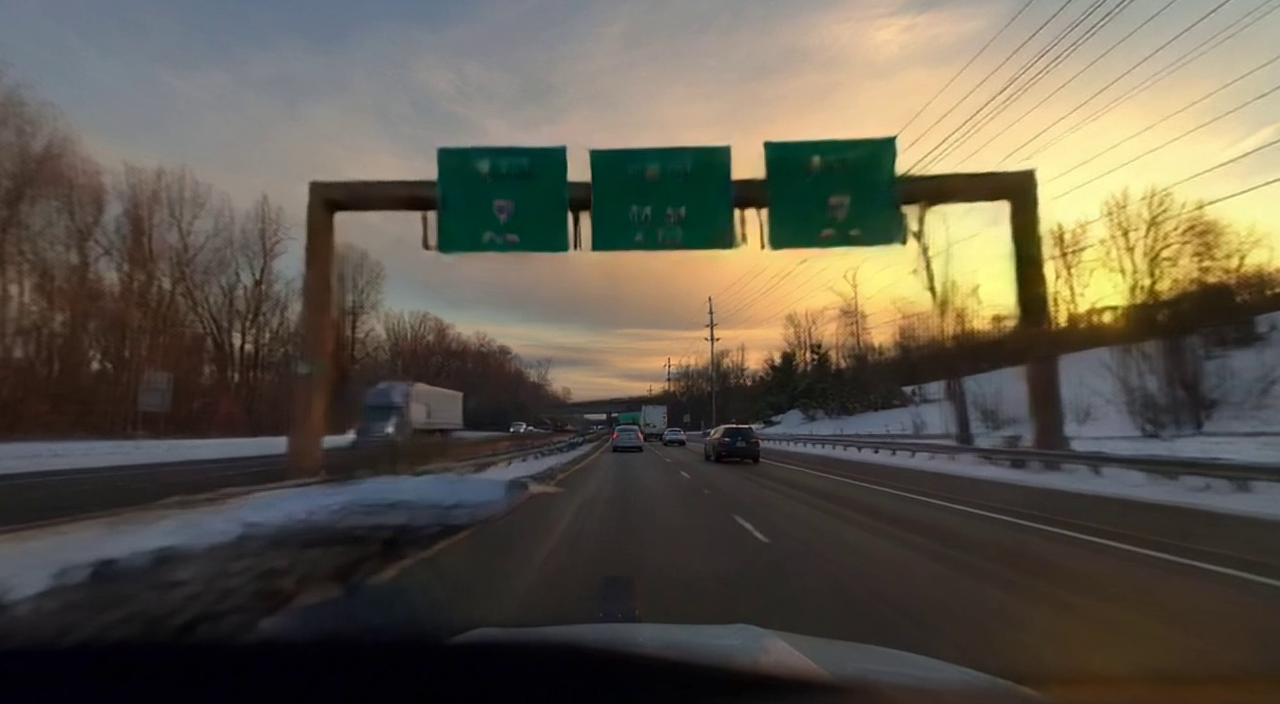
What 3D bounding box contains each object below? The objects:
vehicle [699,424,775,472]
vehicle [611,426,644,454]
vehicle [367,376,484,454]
[{"bbox_3d":[3.422,3.477,22.984,2.062,1.581,3.914,0,-8,-1],"label":"vehicle"},{"bbox_3d":[-0.789,5.548,39.730,2.019,1.642,3.790,0,-8,-1],"label":"vehicle"},{"bbox_3d":[-13.085,4.265,40.249,2.921,4.095,13.845,0,-8,-1],"label":"vehicle"}]
